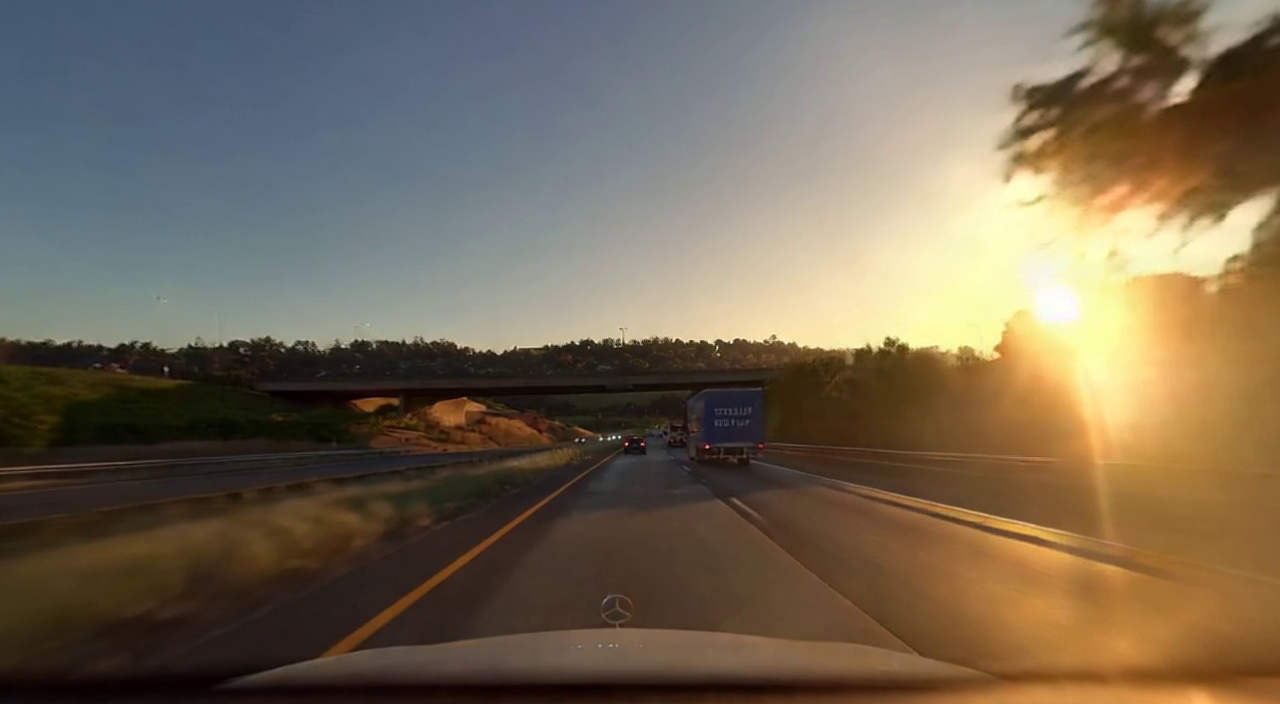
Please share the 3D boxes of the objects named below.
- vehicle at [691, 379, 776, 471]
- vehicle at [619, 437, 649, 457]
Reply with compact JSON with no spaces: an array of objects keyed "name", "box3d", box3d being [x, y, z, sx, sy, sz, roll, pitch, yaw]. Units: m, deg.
[{"name":"vehicle","box3d":[3.702,2.982,25.647,2.913,3.491,2.811,0,-8,-1]},{"name":"vehicle","box3d":[-0.414,6.627,44.378,1.996,1.325,4.029,0,-8,0]}]
